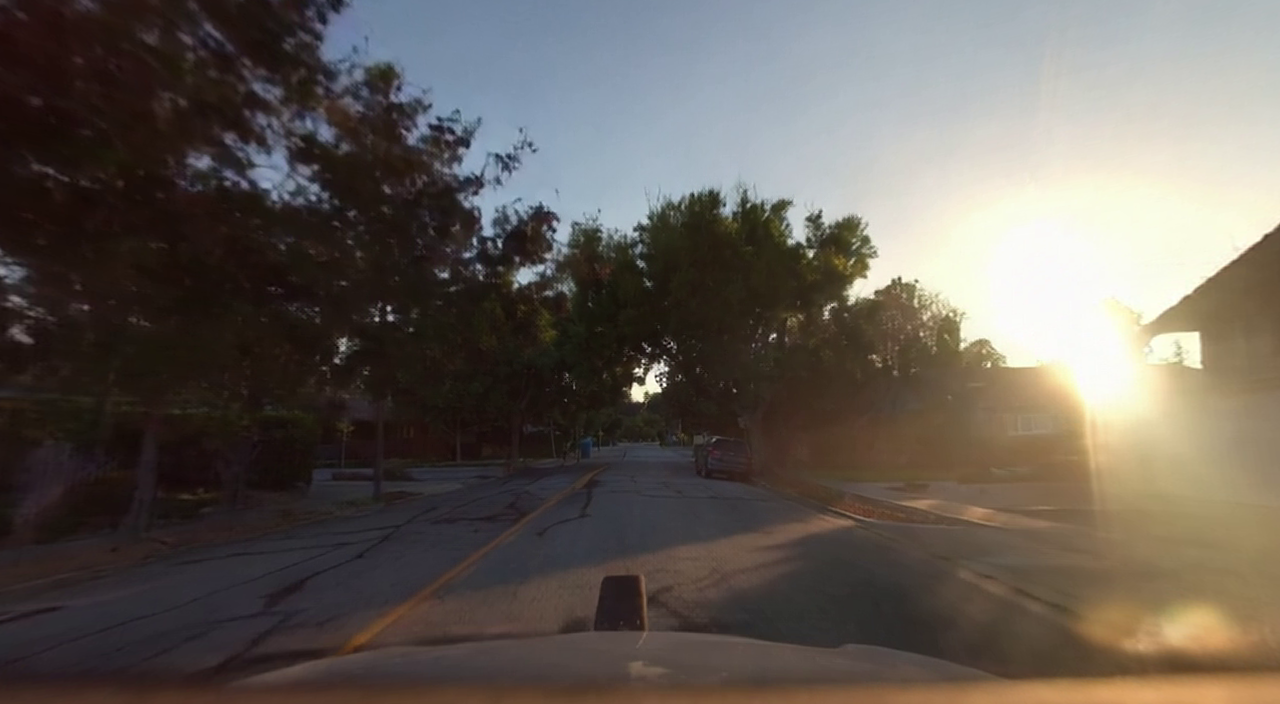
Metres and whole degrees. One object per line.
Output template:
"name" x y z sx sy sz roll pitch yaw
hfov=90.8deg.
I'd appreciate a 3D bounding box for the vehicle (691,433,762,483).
"vehicle" 3.179 4.009 24.202 2.086 1.726 4.384 0 -8 0
